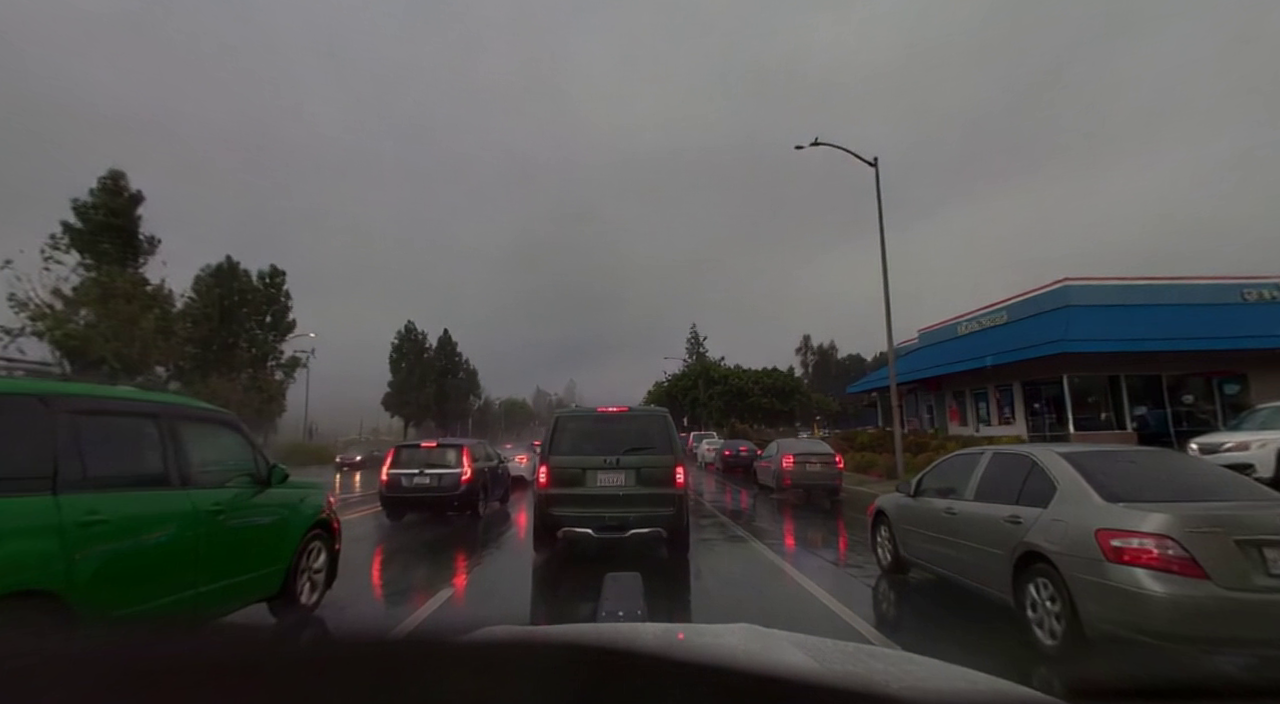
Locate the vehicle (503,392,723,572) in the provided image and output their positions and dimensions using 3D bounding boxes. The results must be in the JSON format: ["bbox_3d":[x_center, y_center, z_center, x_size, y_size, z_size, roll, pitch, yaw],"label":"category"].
[{"bbox_3d":[-0.311,1.639,8.628,2.238,1.825,4.190,0,-9,-1],"label":"vehicle"}]

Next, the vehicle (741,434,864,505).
[{"bbox_3d":[3.896,2.891,15.964,1.875,1.521,4.192,0,-9,-2],"label":"vehicle"}]

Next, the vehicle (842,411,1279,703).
[{"bbox_3d":[3.376,1.351,5.235,1.900,1.477,4.352,0,-9,-1],"label":"vehicle"}]

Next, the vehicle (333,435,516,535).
[{"bbox_3d":[-3.570,2.265,11.408,1.849,1.451,4.218,0,-9,-1],"label":"vehicle"}]

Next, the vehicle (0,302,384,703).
[{"bbox_3d":[-3.598,0.942,3.782,2.231,1.853,4.461,0,-9,0],"label":"vehicle"}]
